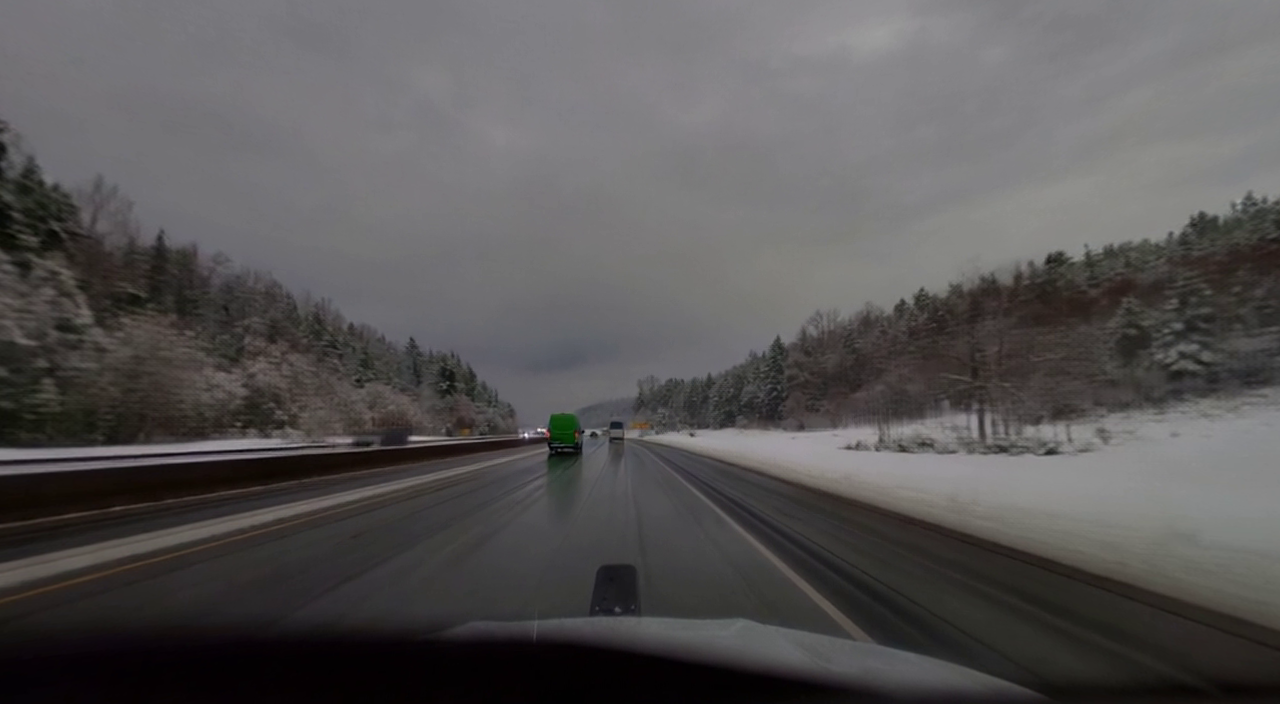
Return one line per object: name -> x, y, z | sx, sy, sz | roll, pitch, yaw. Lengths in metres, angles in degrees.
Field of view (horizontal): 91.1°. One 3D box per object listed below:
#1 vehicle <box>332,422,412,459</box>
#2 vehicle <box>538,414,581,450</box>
vehicle -> -12.078, 4.005, 28.626 | 1.844, 1.533, 4.098 | 0, -8, 0
vehicle -> -5.906, 6.013, 47.034 | 2.561, 2.509, 5.465 | 0, -8, -1
